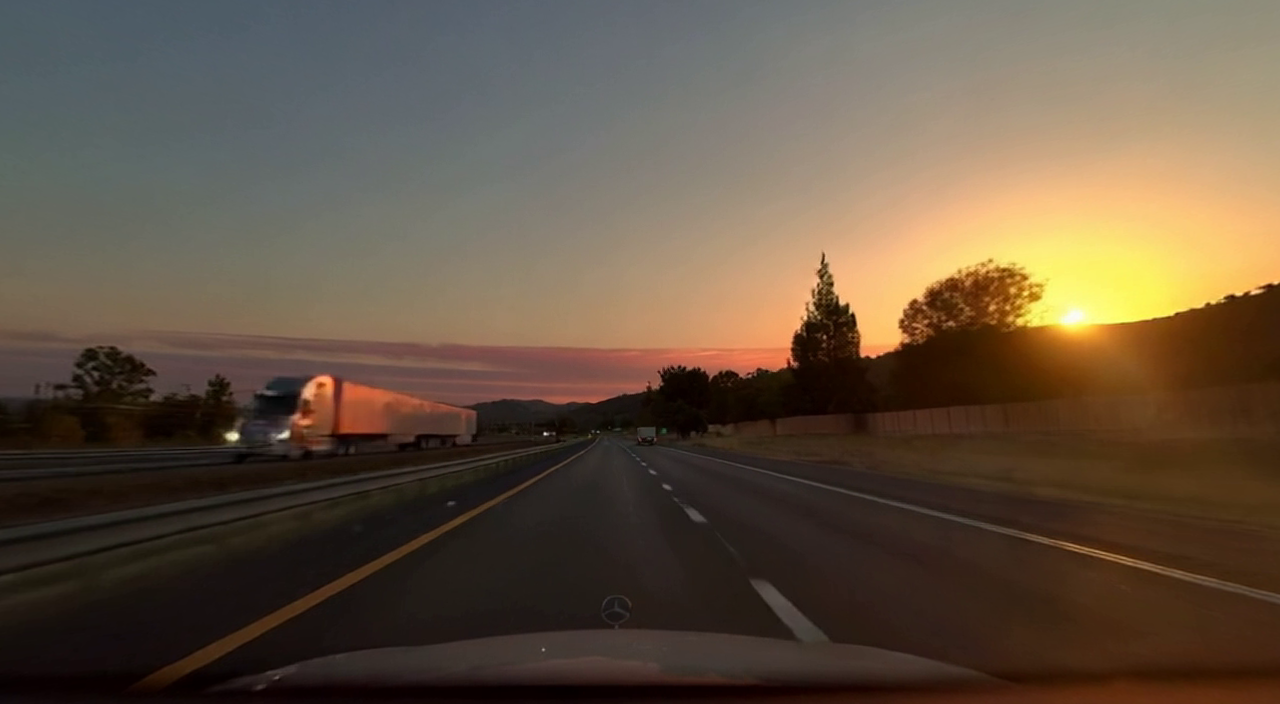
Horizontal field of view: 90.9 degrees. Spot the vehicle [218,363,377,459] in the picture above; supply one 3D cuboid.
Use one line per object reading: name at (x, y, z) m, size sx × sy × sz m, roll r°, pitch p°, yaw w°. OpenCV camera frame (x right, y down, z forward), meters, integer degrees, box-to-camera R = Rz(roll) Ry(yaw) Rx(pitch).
vehicle at (-14.526, 2.713, 27.641) m, size 2.889 × 3.606 × 7.557 m, roll 0°, pitch -8°, yaw -2°
